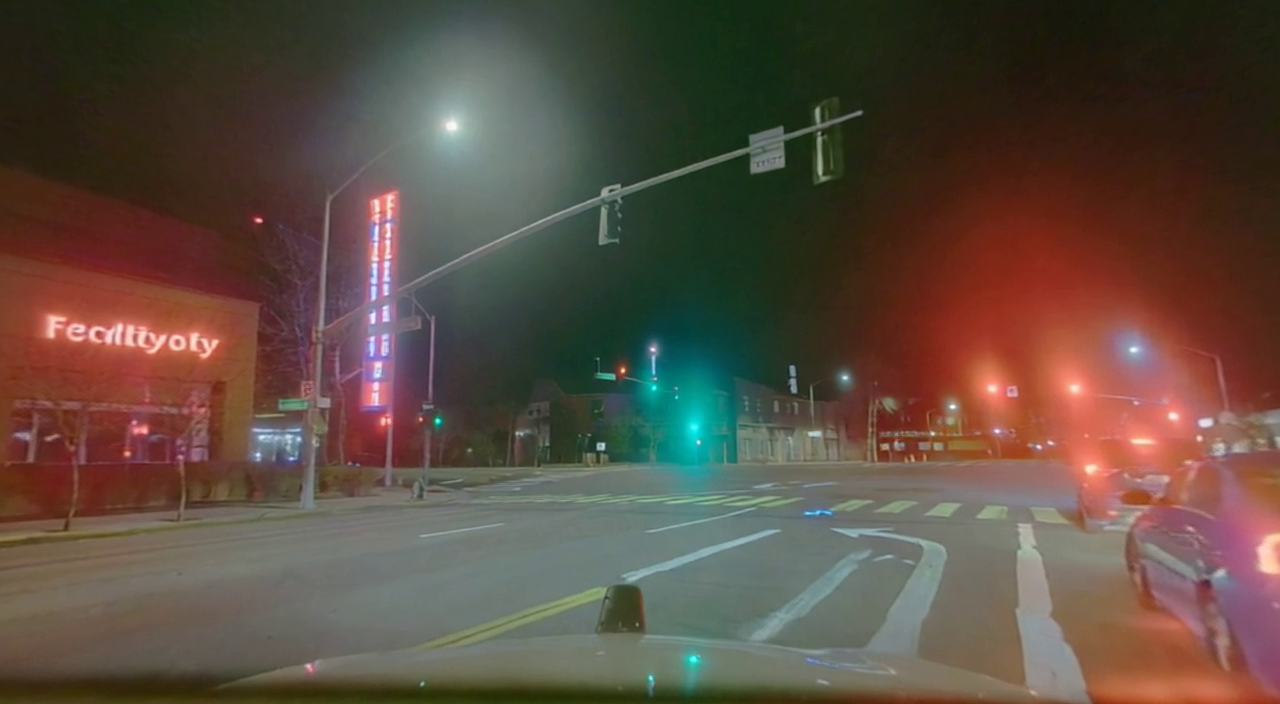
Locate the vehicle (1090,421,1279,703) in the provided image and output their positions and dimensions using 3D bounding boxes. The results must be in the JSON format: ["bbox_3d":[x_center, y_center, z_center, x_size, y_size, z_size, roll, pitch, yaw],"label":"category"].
[{"bbox_3d":[4.312,1.225,3.922,1.872,1.459,4.483,-5,-10,29],"label":"vehicle"}]
